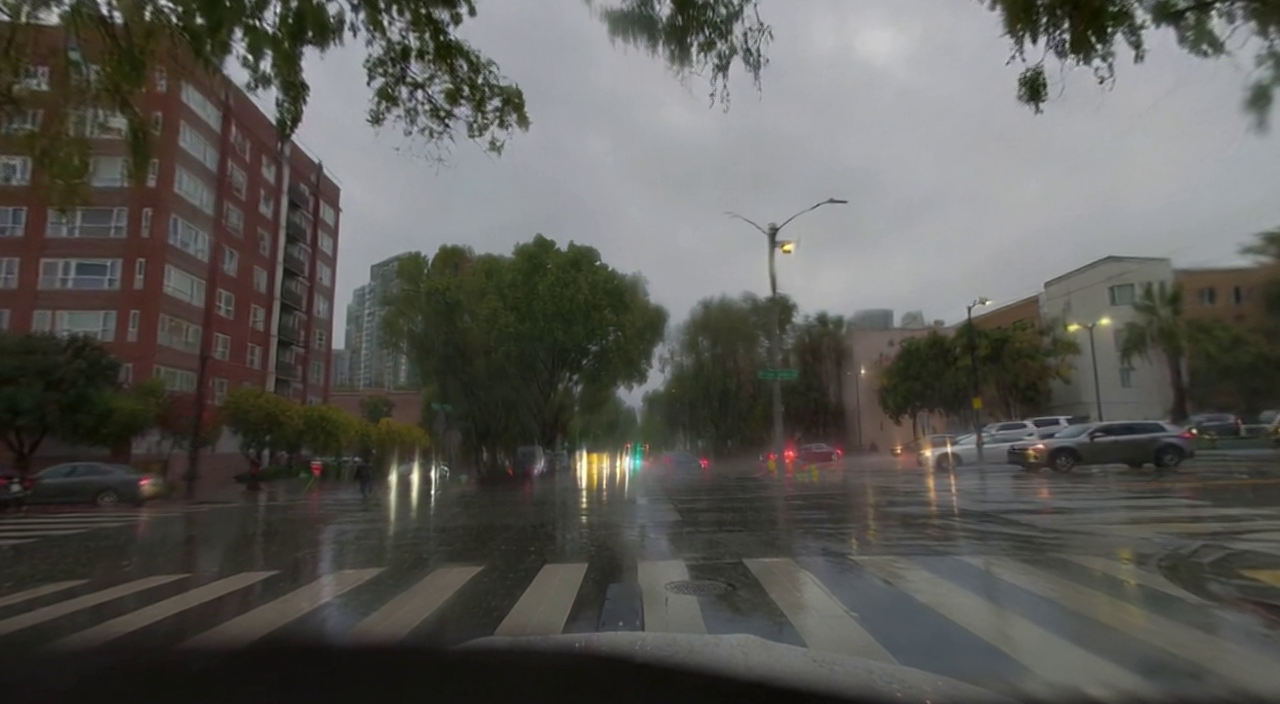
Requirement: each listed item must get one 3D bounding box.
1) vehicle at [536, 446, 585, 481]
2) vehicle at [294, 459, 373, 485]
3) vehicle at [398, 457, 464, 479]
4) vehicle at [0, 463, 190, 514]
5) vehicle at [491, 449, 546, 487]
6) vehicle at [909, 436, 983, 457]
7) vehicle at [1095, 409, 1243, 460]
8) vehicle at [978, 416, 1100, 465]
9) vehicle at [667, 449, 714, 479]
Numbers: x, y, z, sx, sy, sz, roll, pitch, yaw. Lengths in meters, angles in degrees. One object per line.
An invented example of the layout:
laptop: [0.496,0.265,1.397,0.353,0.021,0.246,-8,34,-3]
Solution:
vehicle: [-4.522,6.432,36.549,2.102,1.768,4.290,-3,-10,2]
vehicle: [-22.940,8.965,47.335,4.844,1.836,2.117,-2,-8,7]
vehicle: [-15.476,8.647,46.985,4.203,1.544,1.889,-1,-8,4]
vehicle: [-17.320,4.321,20.193,4.439,1.448,1.793,0,-9,0]
vehicle: [-7.624,7.286,40.076,2.193,1.814,5.061,-9,-8,0]
vehicle: [23.006,7.136,47.605,4.528,1.475,2.070,0,-8,3]
vehicle: [22.299,3.550,26.984,2.137,1.962,4.988,-1,-8,3]
vehicle: [16.738,3.808,26.836,2.041,1.921,4.574,0,-9,-2]
vehicle: [2.841,6.445,36.560,1.942,1.603,3.785,2,-9,-8]
